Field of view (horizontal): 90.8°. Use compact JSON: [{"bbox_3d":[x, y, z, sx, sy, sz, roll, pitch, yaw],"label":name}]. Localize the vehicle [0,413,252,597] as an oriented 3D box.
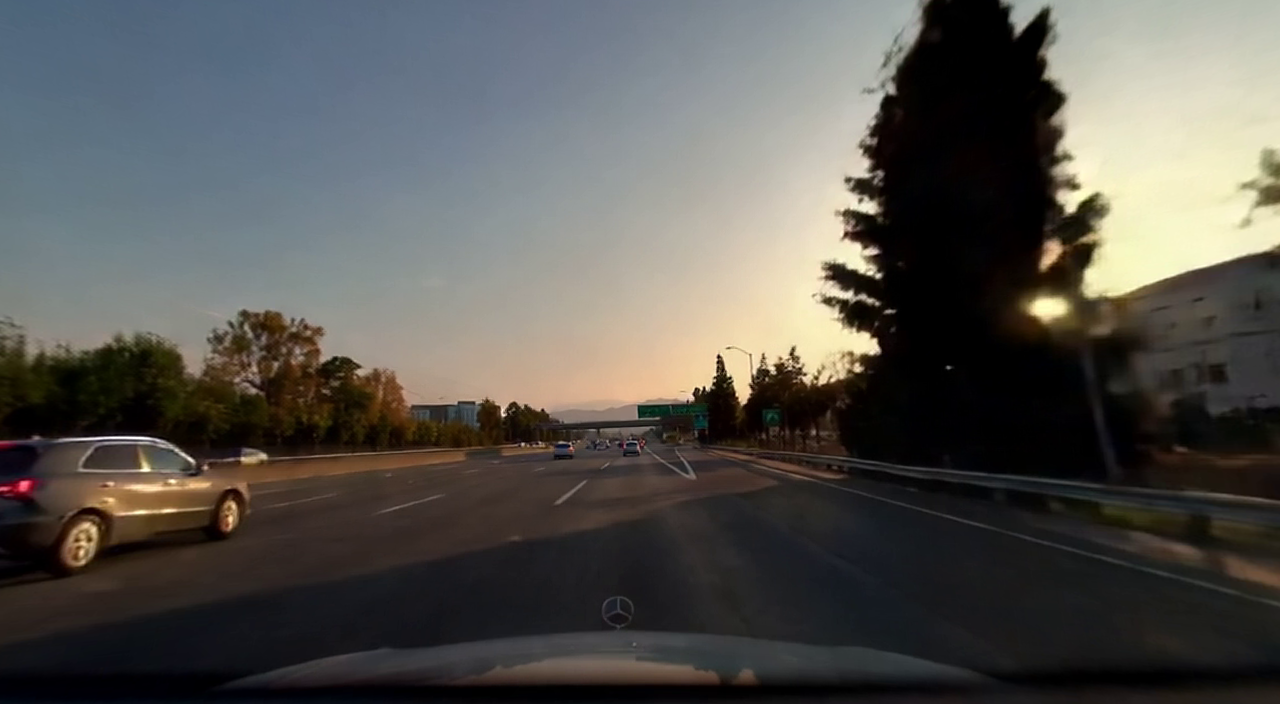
[{"bbox_3d":[-6.670,1.533,6.747,2.016,1.606,4.806,0,-9,0],"label":"vehicle"}]
